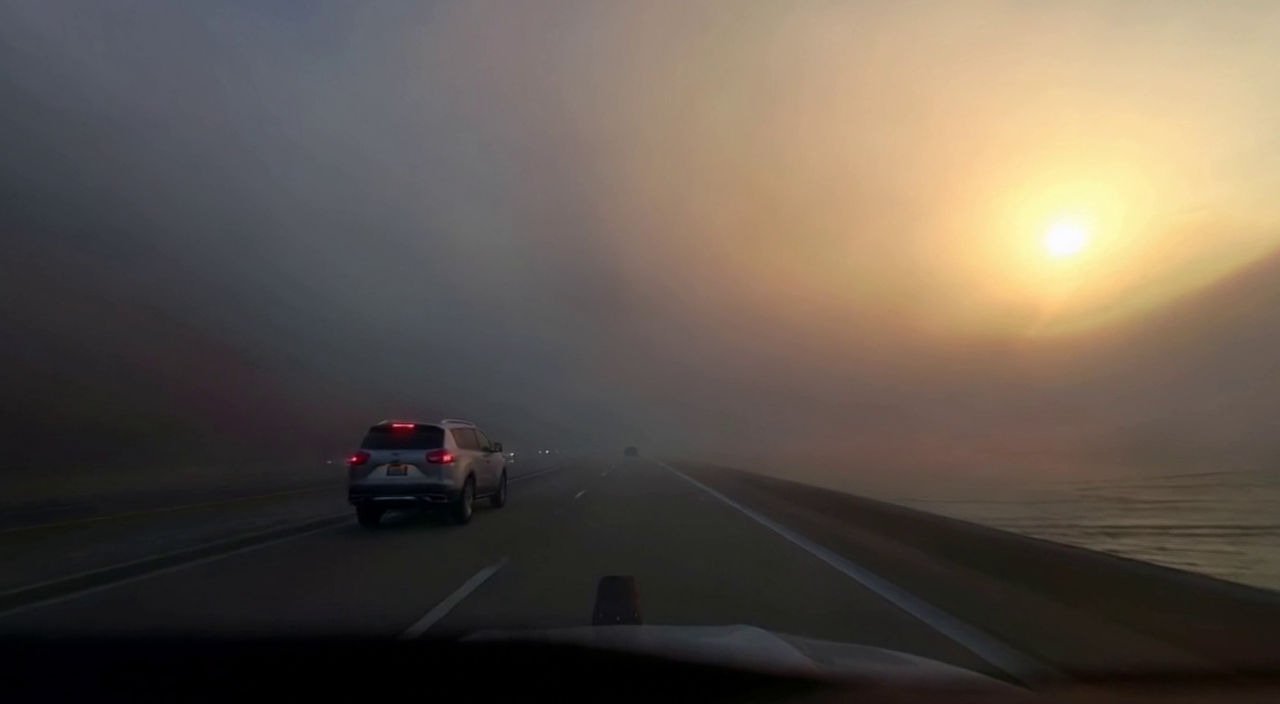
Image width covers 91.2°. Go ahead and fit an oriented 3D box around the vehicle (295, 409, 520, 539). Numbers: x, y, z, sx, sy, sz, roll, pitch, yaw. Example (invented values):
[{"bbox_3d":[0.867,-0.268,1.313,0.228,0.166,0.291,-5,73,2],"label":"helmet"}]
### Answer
[{"bbox_3d":[-3.704,2.073,11.129,2.292,1.802,4.481,0,-9,0],"label":"vehicle"}]
